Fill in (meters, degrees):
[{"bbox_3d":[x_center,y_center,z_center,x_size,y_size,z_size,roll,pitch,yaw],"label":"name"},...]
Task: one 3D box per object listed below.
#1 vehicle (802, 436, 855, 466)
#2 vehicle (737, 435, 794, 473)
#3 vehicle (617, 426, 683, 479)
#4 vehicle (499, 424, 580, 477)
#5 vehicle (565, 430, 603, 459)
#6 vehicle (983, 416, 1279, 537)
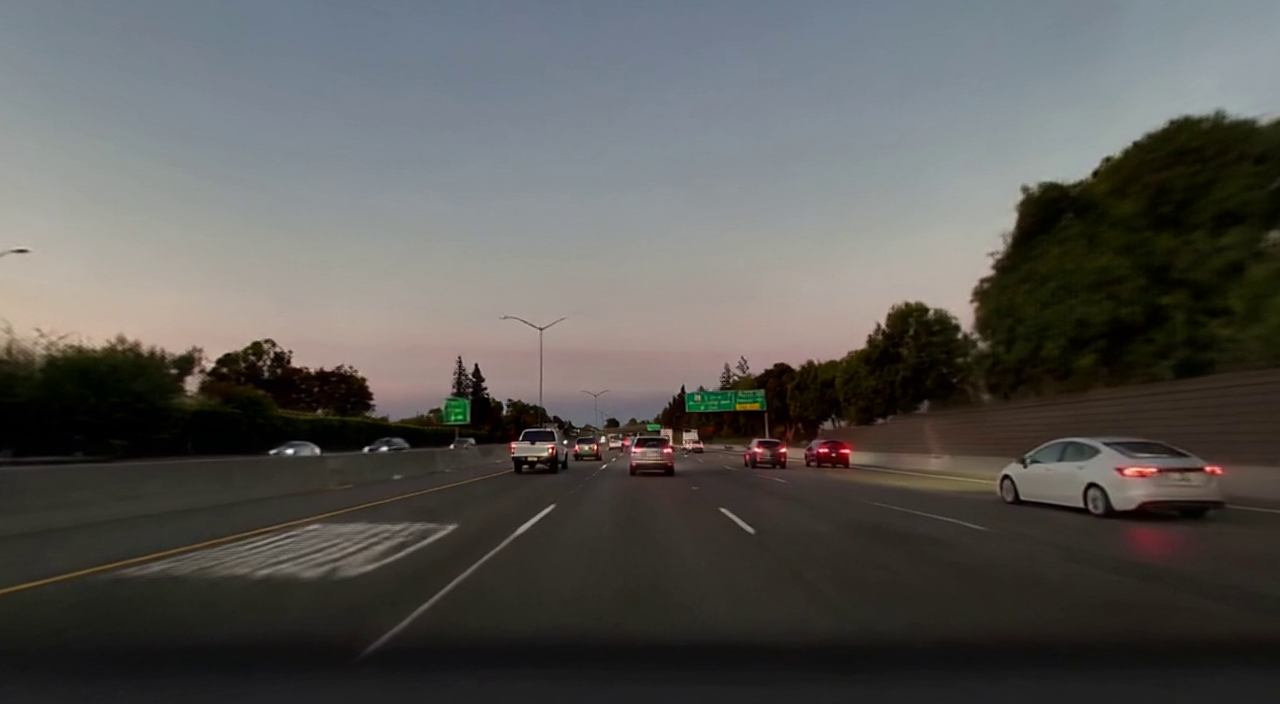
[{"bbox_3d":[11.921,6.287,40.071,2.010,1.765,4.375,0,-9,0],"label":"vehicle"},{"bbox_3d":[6.120,5.020,31.144,2.022,1.682,4.226,0,-9,1],"label":"vehicle"},{"bbox_3d":[0.377,3.654,23.062,2.181,1.728,3.970,0,-9,1],"label":"vehicle"},{"bbox_3d":[-3.667,3.724,23.933,2.199,1.777,4.790,0,-9,1],"label":"vehicle"},{"bbox_3d":[-4.250,7.189,48.941,2.317,2.049,5.746,0,-9,1],"label":"vehicle"},{"bbox_3d":[7.716,1.930,10.273,1.989,1.569,3.964,0,-9,0],"label":"vehicle"}]
